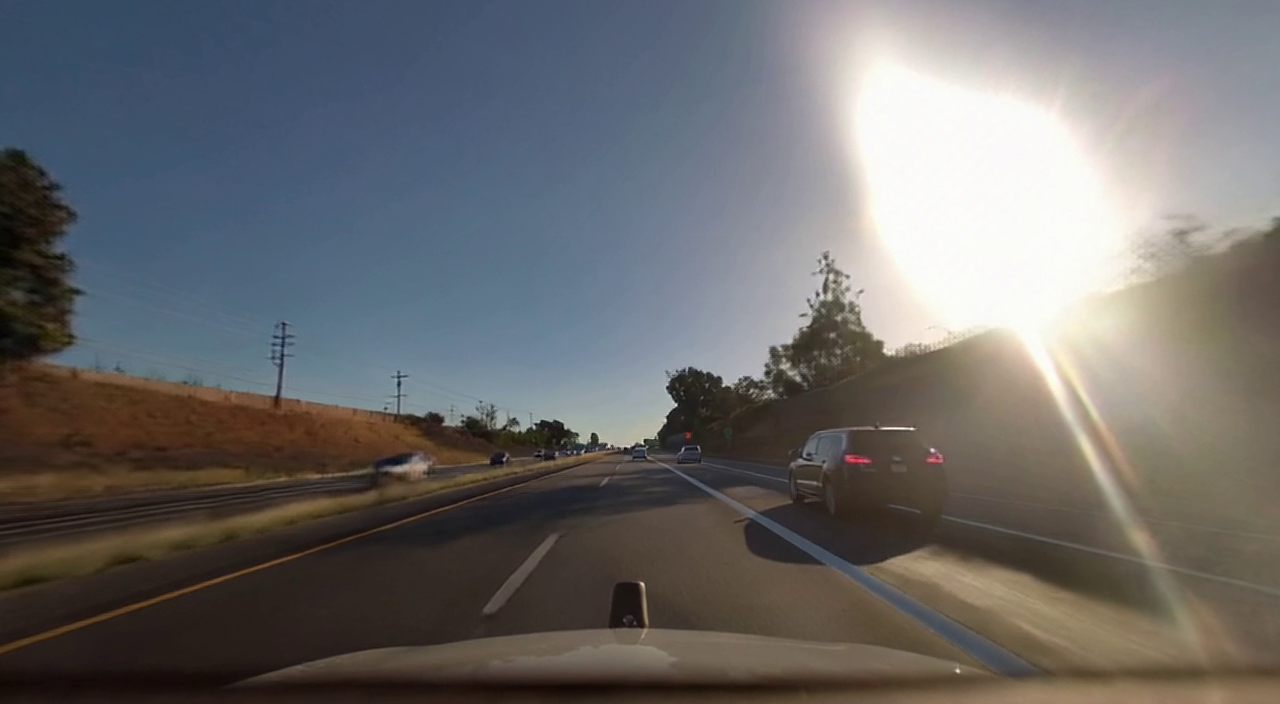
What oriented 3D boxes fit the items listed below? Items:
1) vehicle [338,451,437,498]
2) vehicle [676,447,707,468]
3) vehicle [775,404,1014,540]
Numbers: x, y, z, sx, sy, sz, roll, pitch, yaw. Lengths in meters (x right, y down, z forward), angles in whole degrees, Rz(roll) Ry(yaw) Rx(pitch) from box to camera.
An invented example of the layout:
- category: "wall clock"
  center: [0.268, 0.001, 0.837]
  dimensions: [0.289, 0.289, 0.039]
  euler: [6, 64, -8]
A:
- category: "vehicle"
  center: [-8.776, 4.252, 22.134]
  dimensions: [1.850, 1.509, 3.898]
  euler: [0, -9, 0]
- category: "vehicle"
  center: [3.903, 8.042, 47.763]
  dimensions: [1.917, 1.488, 3.693]
  euler: [0, -9, -2]
- category: "vehicle"
  center: [4.170, 2.114, 11.549]
  dimensions: [2.177, 1.914, 5.245]
  euler: [0, -9, 0]
